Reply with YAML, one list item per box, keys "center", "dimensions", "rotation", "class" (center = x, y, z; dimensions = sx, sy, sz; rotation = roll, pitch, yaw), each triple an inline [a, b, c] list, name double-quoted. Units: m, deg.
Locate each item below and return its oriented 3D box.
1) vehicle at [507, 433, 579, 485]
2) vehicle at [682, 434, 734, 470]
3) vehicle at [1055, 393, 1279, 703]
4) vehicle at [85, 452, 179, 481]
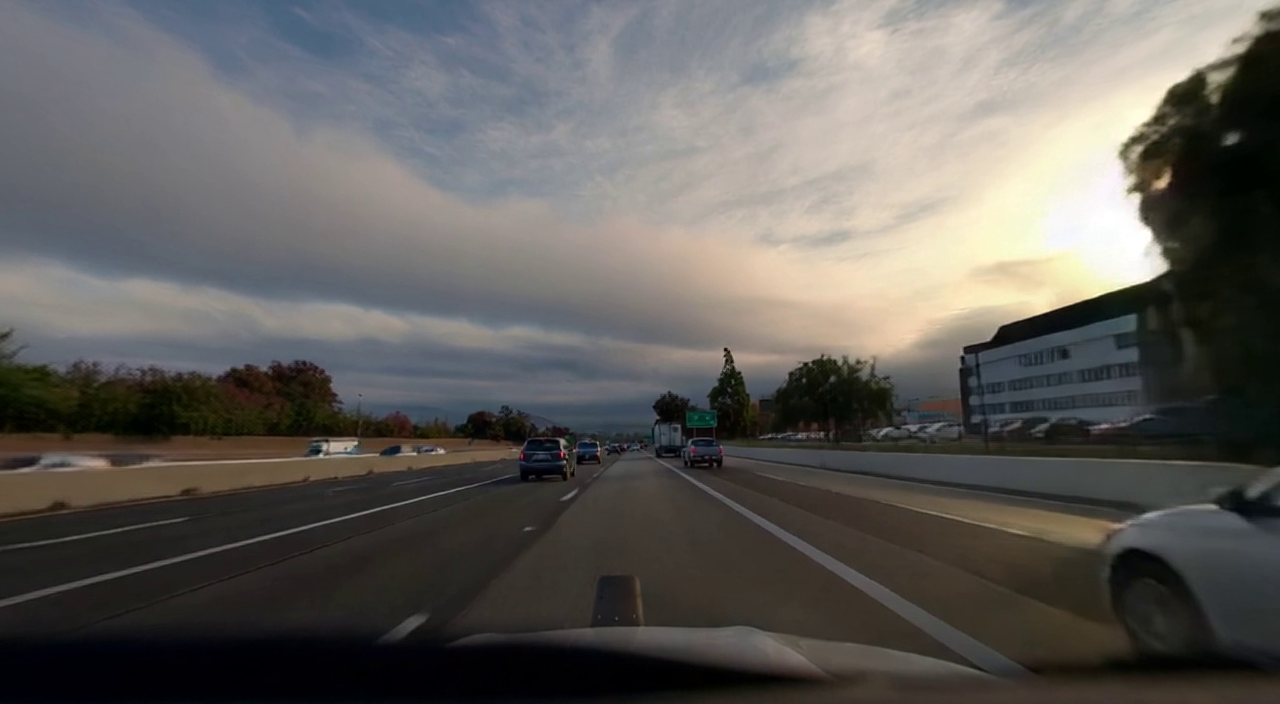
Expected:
- center: [-3.526, 3.987, 23.817]
  dimensions: [1.987, 1.765, 4.508]
  rotation: [0, -8, 0]
  class: "vehicle"
- center: [3.640, 5.510, 34.871]
  dimensions: [2.198, 1.807, 4.530]
  rotation: [0, -8, -2]
  class: "vehicle"
- center: [3.806, 0.803, 1.847]
  dimensions: [1.957, 1.510, 4.643]
  rotation: [0, -8, -1]
  class: "vehicle"
- center: [-28.442, 6.390, 35.553]
  dimensions: [1.806, 1.471, 4.189]
  rotation: [0, -8, -1]
  class: "vehicle"
